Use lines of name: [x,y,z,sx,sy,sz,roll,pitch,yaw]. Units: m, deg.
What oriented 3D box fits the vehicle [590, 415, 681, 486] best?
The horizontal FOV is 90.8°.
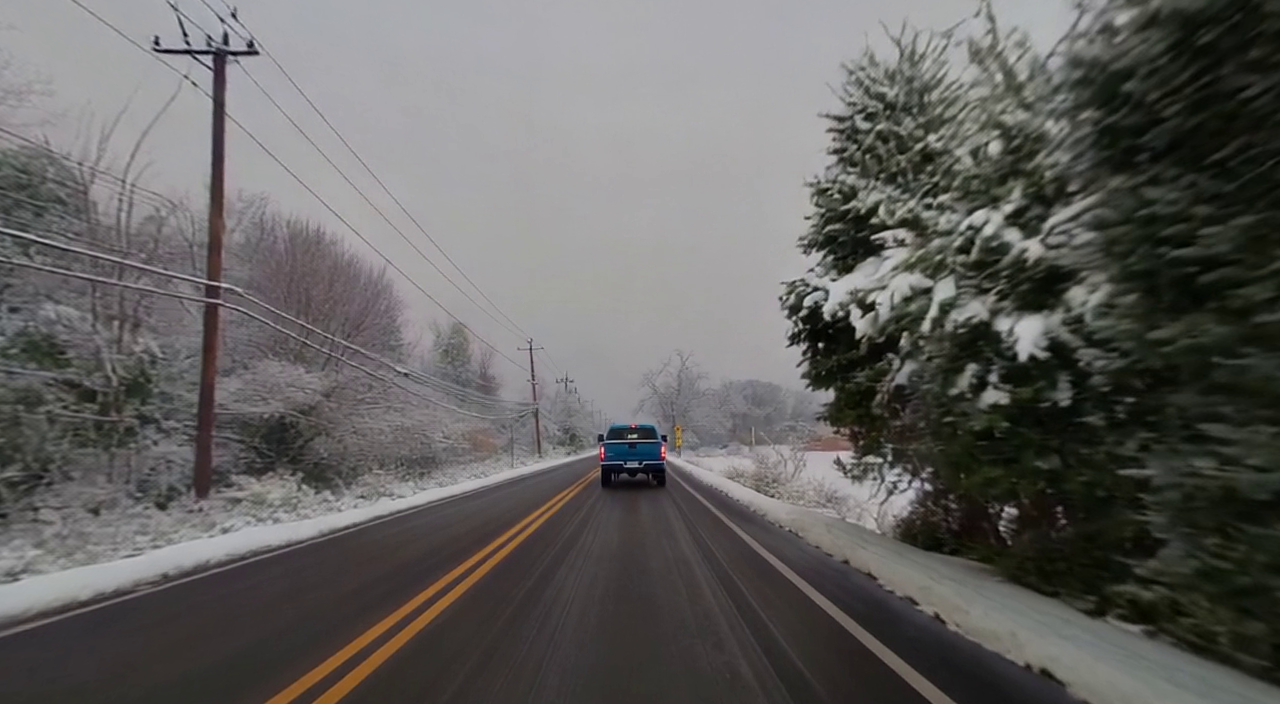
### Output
vehicle: [-0.231,3.810,24.719,3.021,2.326,7.410,0,-8,-1]
